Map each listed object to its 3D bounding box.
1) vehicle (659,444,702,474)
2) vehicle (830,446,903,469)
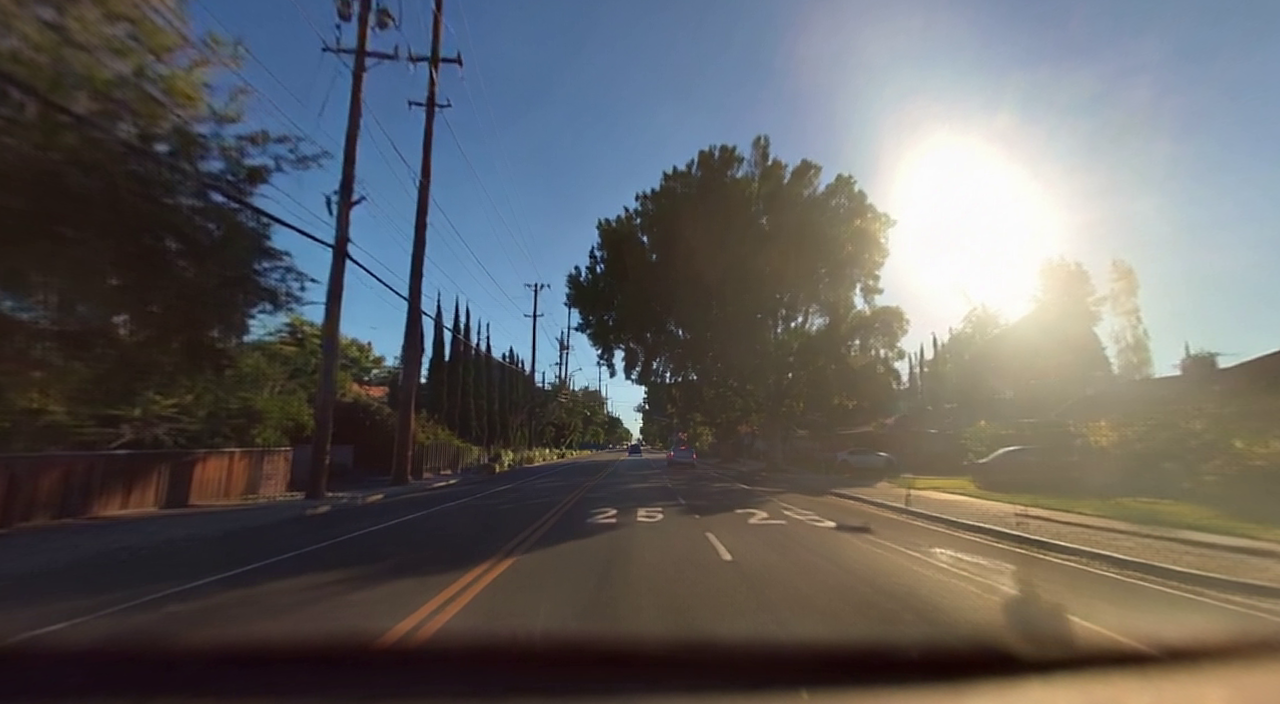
[{"bbox_3d":[2.052,5.569,33.084,1.975,1.497,3.647,0,-9,0],"label":"vehicle"},{"bbox_3d":[14.441,6.770,40.462,3.838,1.405,1.992,1,-9,-6],"label":"vehicle"}]
